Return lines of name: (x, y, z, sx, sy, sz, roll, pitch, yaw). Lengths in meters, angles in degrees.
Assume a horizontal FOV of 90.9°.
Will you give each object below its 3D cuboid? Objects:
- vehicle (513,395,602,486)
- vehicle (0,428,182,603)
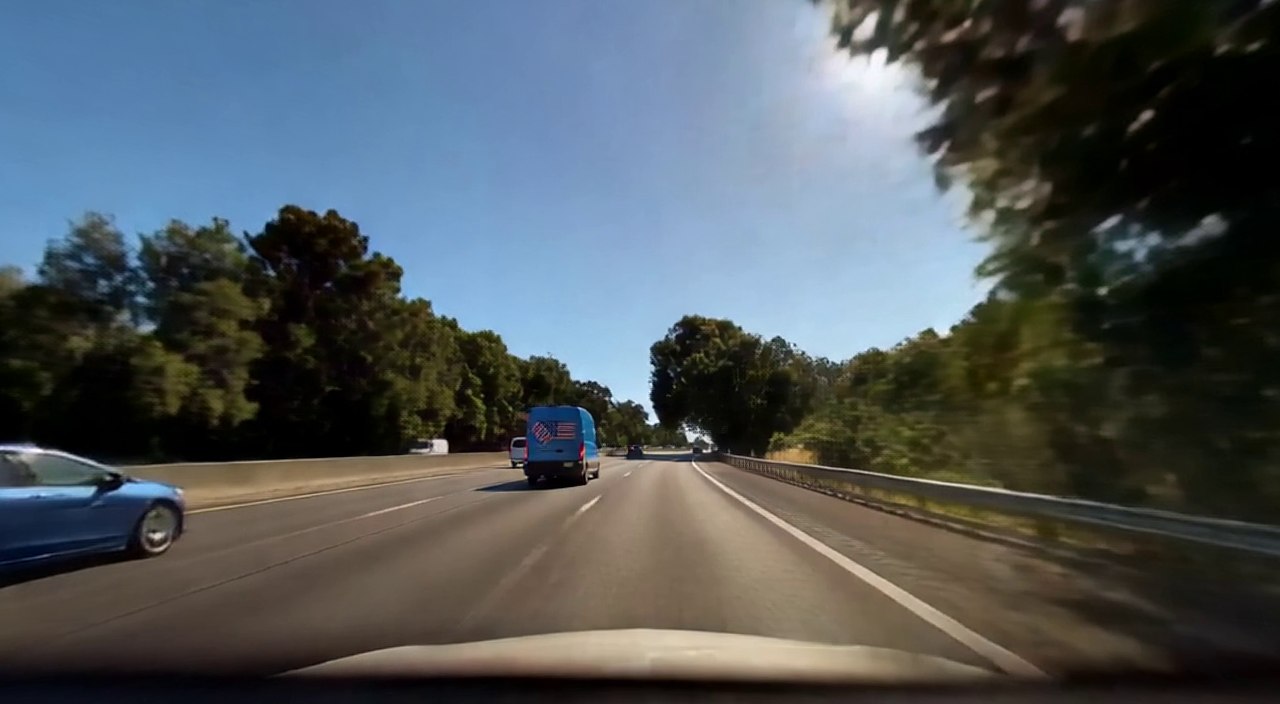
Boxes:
vehicle: (-2.829, 3.261, 23.138, 2.319, 2.883, 5.632, 0, -8, 2)
vehicle: (-6.280, 1.320, 4.981, 1.947, 1.438, 4.440, 0, -8, 1)
